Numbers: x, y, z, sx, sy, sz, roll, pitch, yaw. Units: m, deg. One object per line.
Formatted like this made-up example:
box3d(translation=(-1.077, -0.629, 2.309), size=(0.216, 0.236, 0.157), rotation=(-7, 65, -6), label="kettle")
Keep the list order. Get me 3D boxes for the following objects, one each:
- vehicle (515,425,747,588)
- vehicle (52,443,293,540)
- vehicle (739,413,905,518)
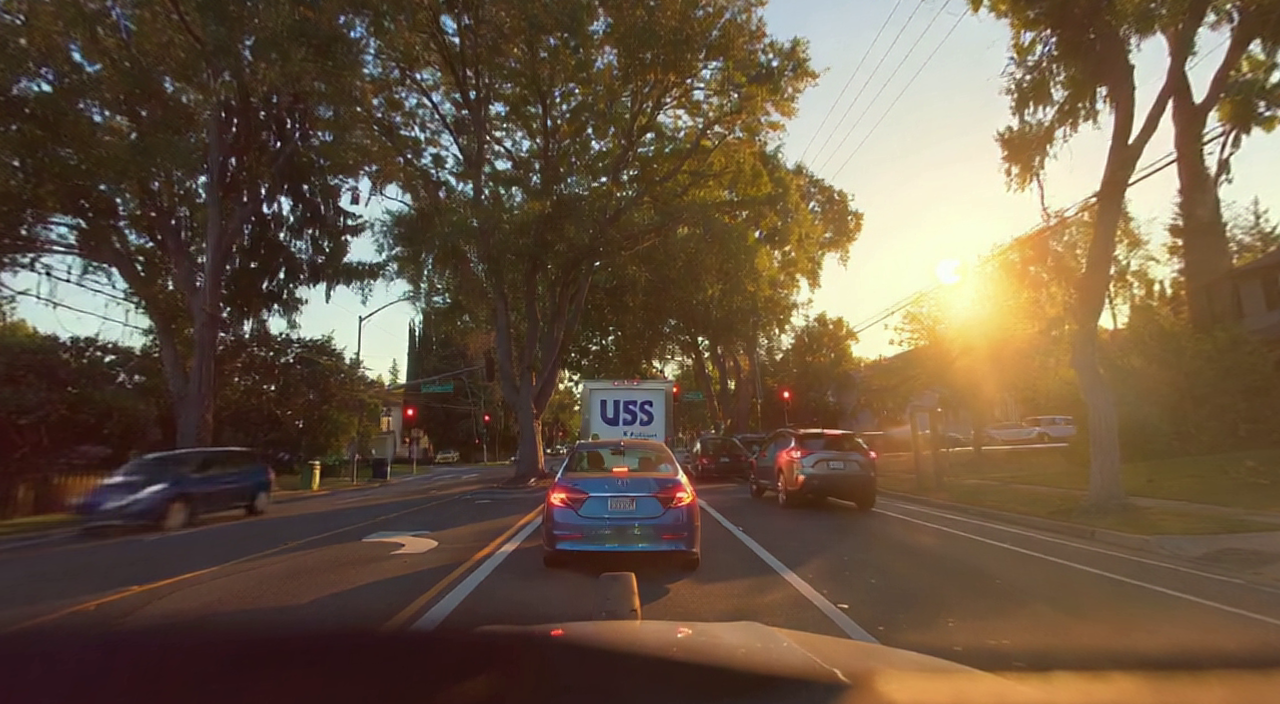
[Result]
box3d(translation=(-0.137, 1.732, 7.986), size=(2.135, 1.483, 4.207), rotation=(0, -8, -2), label="vehicle")
box3d(translation=(-9.725, 2.854, 13.719), size=(1.857, 1.682, 4.393), rotation=(-2, -8, 0), label="vehicle")
box3d(translation=(3.595, 2.346, 13.526), size=(2.145, 1.847, 4.524), rotation=(0, -8, -1), label="vehicle")
